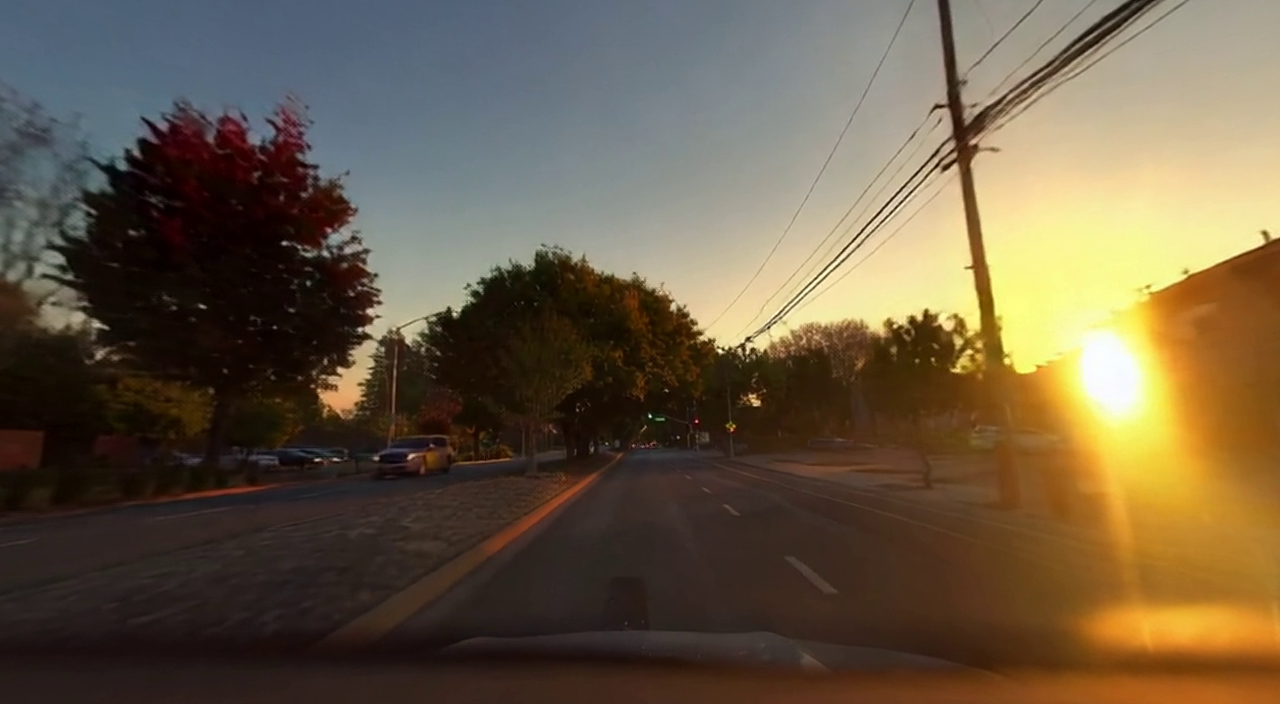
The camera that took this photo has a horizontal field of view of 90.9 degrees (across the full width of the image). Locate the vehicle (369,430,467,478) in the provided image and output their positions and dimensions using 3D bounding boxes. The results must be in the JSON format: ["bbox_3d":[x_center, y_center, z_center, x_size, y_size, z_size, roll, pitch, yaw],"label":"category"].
[{"bbox_3d":[-10.040,4.660,29.127,2.294,1.975,5.773,0,-9,1],"label":"vehicle"}]

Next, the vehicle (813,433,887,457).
[{"bbox_3d":[15.275,6.803,46.056,4.625,1.467,1.991,-3,-8,2],"label":"vehicle"}]

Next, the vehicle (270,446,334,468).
[{"bbox_3d":[-22.532,7.010,42.081,3.348,1.380,1.584,2,-8,-7],"label":"vehicle"}]

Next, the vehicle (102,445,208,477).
[{"bbox_3d":[-22.204,4.999,28.957,3.459,1.419,1.631,0,-9,-2],"label":"vehicle"}]

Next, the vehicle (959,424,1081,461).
[{"bbox_3d":[18.478,4.431,30.835,4.591,1.718,2.107,0,-9,-2],"label":"vehicle"}]
